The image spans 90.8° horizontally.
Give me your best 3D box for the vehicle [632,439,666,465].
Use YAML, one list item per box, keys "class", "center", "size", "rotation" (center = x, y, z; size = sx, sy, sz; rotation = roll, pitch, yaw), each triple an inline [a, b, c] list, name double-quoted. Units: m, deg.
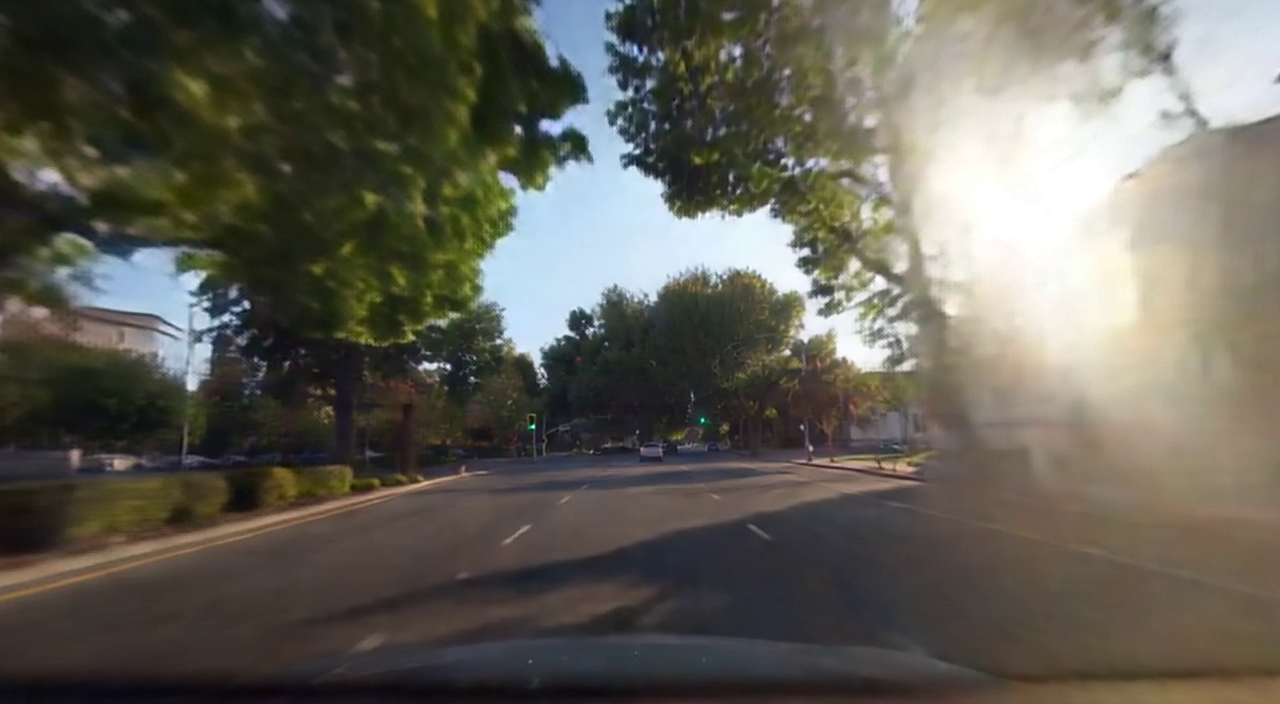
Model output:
- class: "vehicle"
  center: [0.595, 6.326, 40.242]
  size: [2.037, 1.568, 3.693]
  rotation: [-1, -8, 2]
